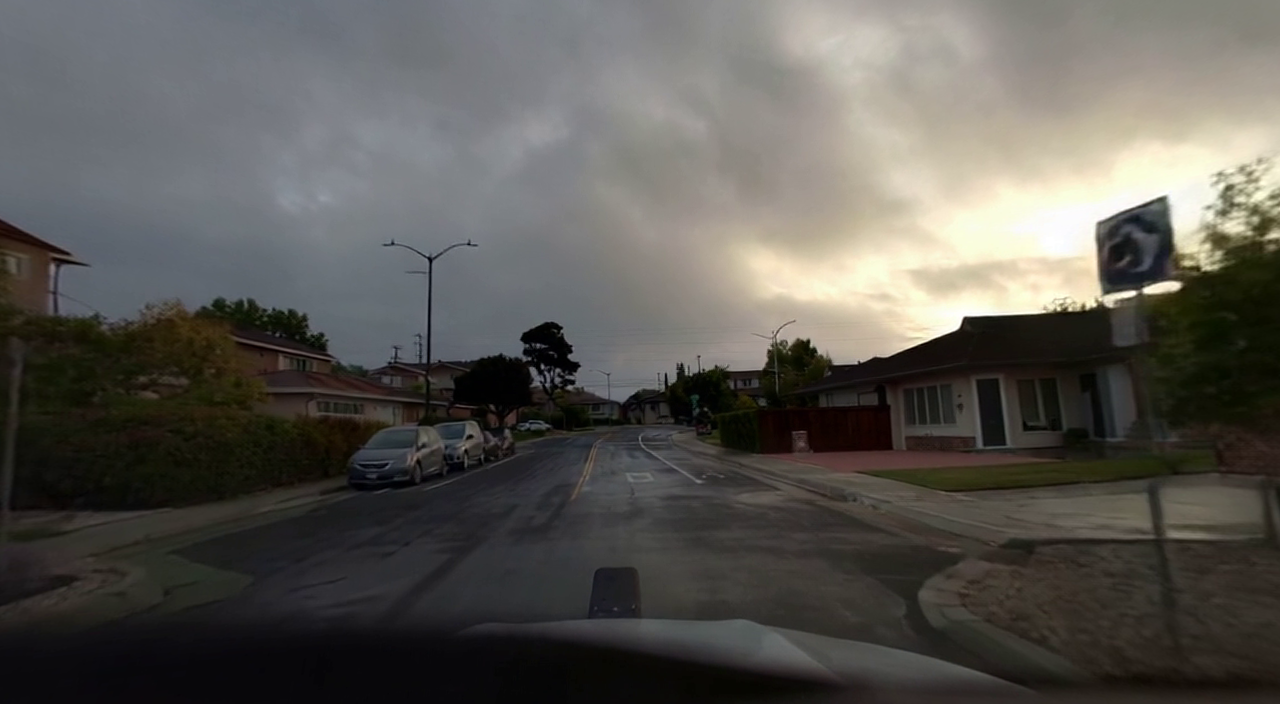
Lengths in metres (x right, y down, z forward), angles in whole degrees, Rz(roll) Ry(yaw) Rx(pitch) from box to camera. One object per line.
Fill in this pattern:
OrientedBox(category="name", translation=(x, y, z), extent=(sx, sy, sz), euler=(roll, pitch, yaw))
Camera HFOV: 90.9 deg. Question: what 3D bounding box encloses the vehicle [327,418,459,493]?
OrientedBox(category="vehicle", translation=(-6.549, 2.776, 17.310), extent=(2.147, 1.780, 4.165), euler=(0, -8, -4))
